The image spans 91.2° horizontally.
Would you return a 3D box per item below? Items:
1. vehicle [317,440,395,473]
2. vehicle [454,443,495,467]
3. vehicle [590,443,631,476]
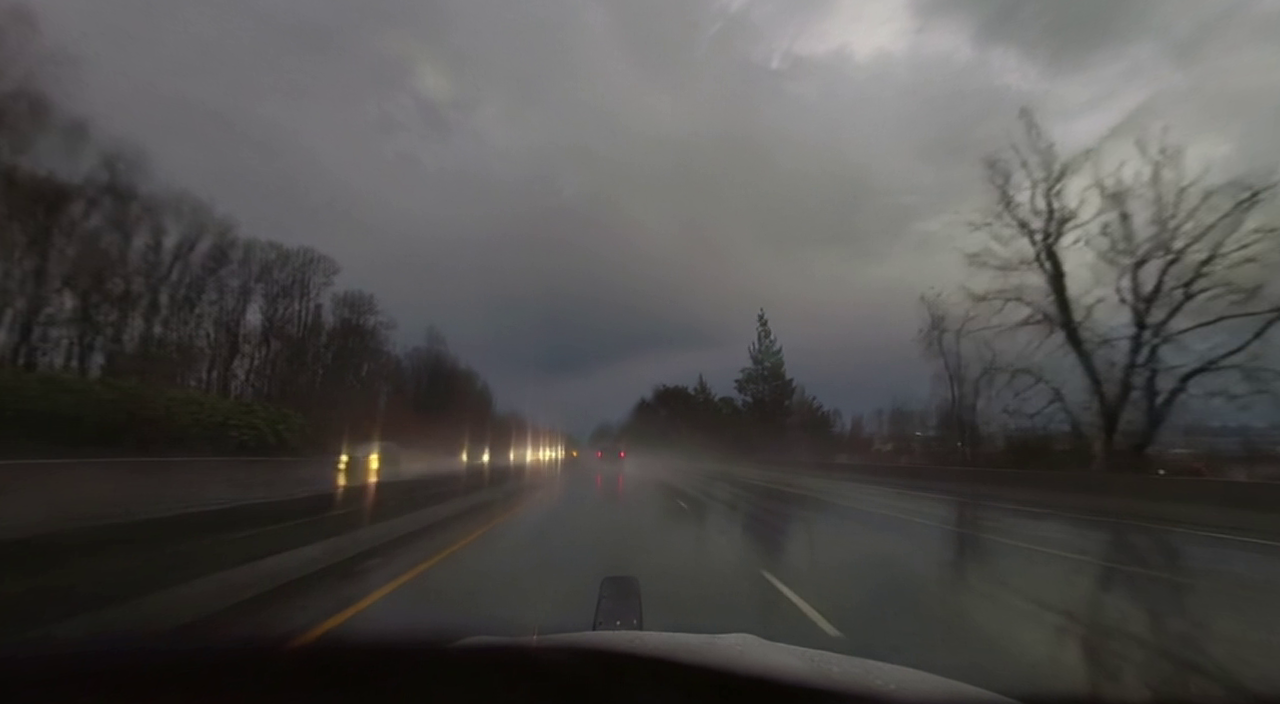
[{"bbox_3d":[-14.601,5.391,32.522,2.115,1.534,4.350,0,-9,-2],"label":"vehicle"},{"bbox_3d":[-10.939,6.823,41.708,1.815,1.491,3.784,0,-9,-2],"label":"vehicle"},{"bbox_3d":[-1.645,5.981,35.078,2.151,1.693,4.201,0,-9,-3],"label":"vehicle"}]
